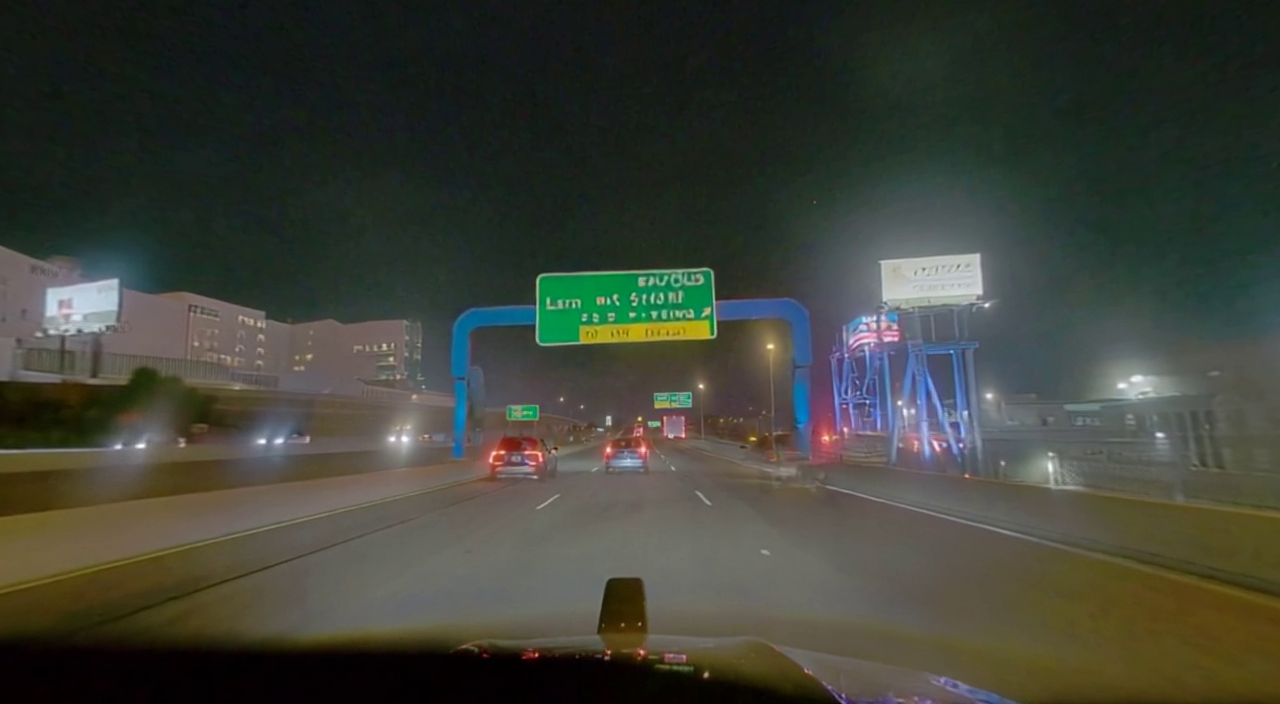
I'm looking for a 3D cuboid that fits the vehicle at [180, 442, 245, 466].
[{"bbox_3d":[-31.836,7.608,47.123,2.033,1.678,4.024,0,-8,0],"label":"vehicle"}]

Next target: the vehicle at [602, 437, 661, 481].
[{"bbox_3d":[-0.284,3.676,22.017,1.877,1.386,3.872,0,-8,0],"label":"vehicle"}]

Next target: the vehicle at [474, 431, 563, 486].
[{"bbox_3d":[-3.855,3.463,20.838,2.064,1.589,4.213,0,-8,1],"label":"vehicle"}]

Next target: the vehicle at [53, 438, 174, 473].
[{"bbox_3d":[-35.778,7.034,43.219,2.380,2.226,6.610,-1,-8,3],"label":"vehicle"}]
